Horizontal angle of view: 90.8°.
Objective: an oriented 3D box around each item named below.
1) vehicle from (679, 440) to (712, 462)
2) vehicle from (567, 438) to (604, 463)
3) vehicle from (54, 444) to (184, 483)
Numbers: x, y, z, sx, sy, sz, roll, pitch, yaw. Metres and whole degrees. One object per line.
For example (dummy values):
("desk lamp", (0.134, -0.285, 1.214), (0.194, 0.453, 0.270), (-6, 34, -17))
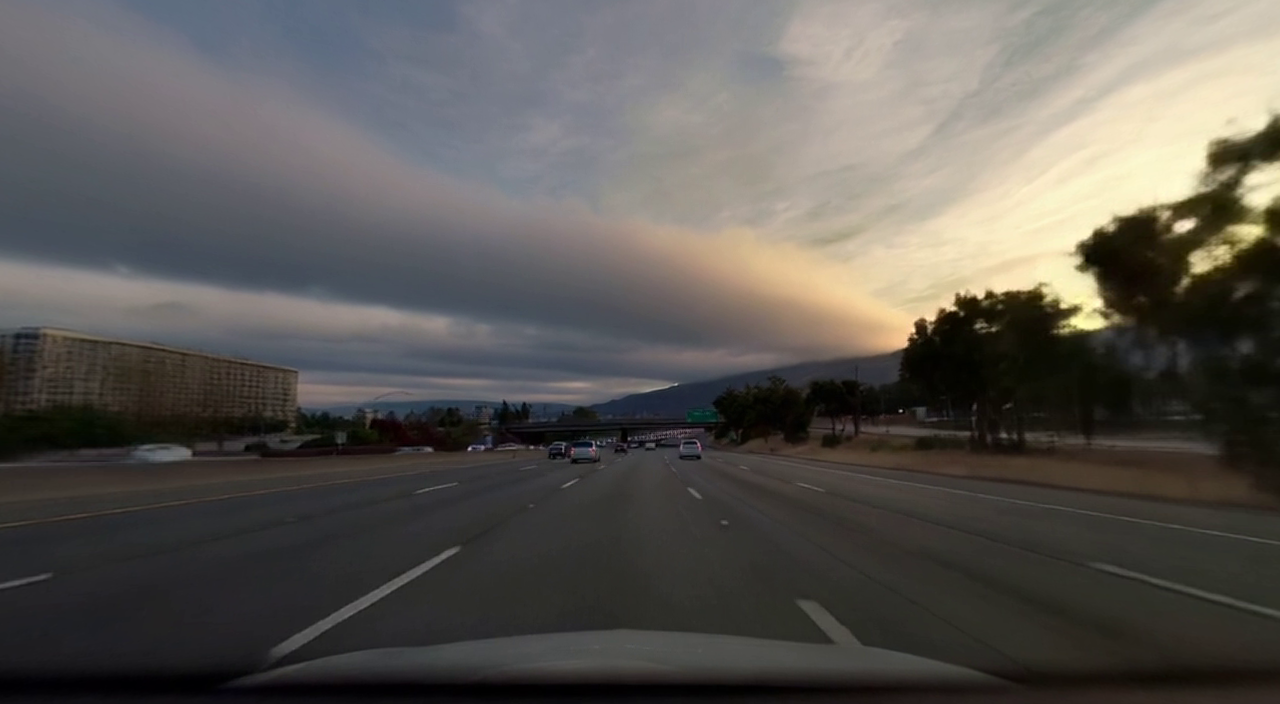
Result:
("vehicle", (3.919, 7.125, 45.497), (1.967, 1.475, 4.080), (0, -8, 0))
("vehicle", (-3.856, 7.062, 45.351), (2.179, 1.693, 4.204), (0, -8, 2))
("vehicle", (-23.411, 4.999, 28.652), (1.866, 1.595, 4.616), (0, -8, 1))
